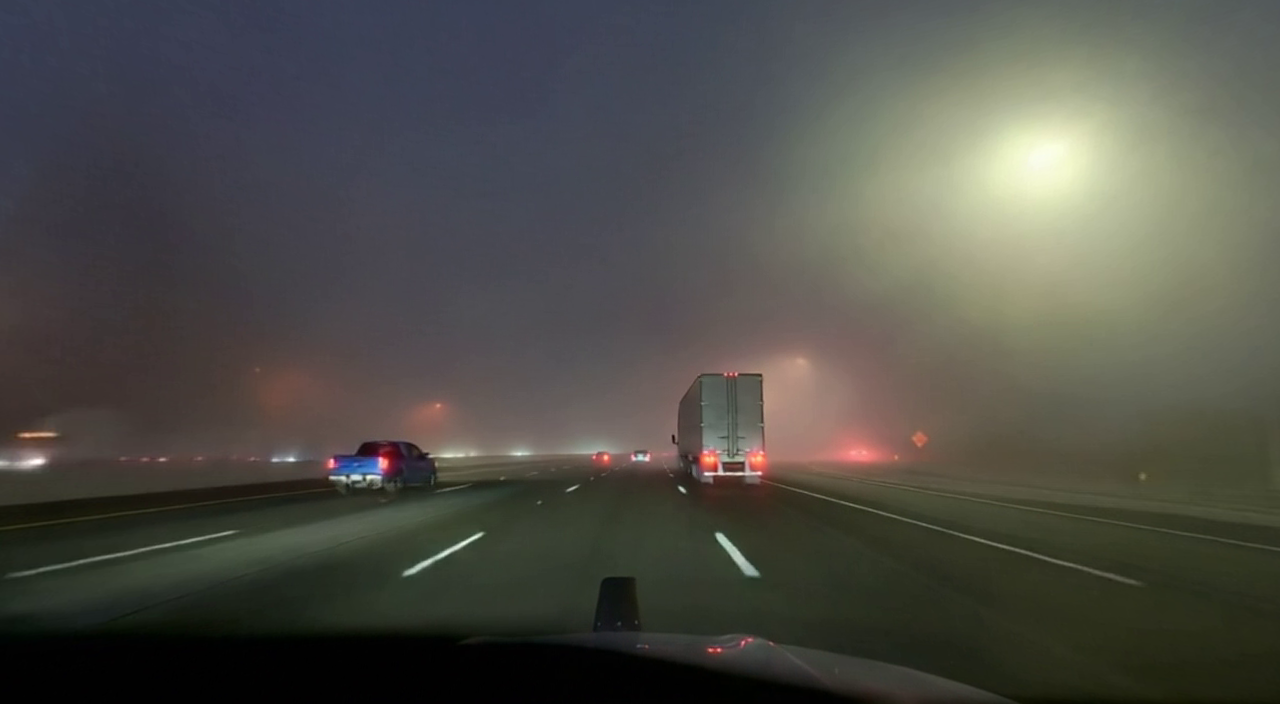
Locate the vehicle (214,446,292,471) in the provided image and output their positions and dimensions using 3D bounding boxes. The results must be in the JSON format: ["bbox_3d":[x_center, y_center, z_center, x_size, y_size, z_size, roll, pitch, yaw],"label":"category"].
[{"bbox_3d":[-24.701,6.805,40.433,1.915,1.537,4.691,0,-9,2],"label":"vehicle"}]

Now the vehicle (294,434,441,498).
[{"bbox_3d":[-8.139,3.450,19.482,2.264,1.728,4.940,0,-9,1],"label":"vehicle"}]

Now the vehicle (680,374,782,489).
[{"bbox_3d":[3.770,4.049,30.818,2.891,4.123,16.415,0,-8,1],"label":"vehicle"}]
